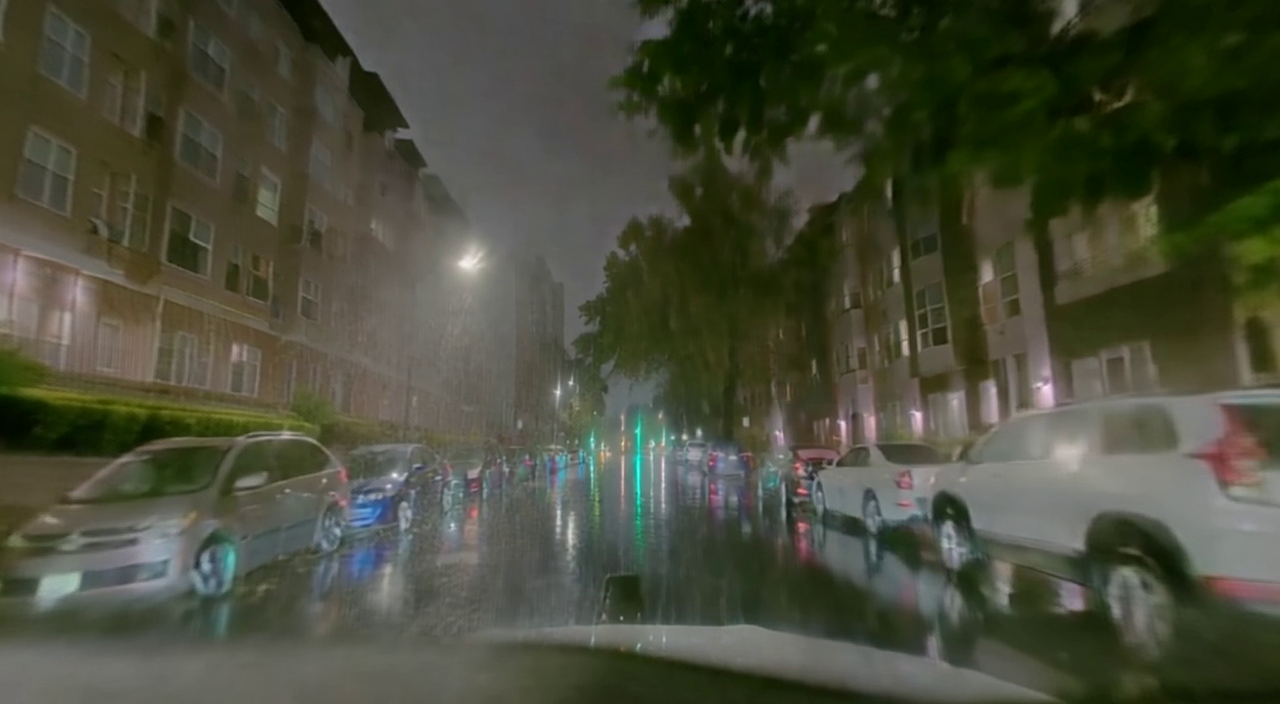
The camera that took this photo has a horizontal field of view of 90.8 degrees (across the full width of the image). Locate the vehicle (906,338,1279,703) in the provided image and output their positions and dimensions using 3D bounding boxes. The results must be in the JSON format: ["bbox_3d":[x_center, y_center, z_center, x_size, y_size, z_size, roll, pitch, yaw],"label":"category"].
[{"bbox_3d":[3.903,1.154,4.820,1.911,1.835,4.599,-1,-8,3],"label":"vehicle"}]

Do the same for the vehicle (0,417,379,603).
[{"bbox_3d":[-5.087,1.695,7.695,2.274,1.679,3.639,0,-8,-1],"label":"vehicle"}]

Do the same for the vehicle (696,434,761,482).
[{"bbox_3d":[3.571,4.384,26.489,1.912,1.781,5.159,0,-8,-1],"label":"vehicle"}]
